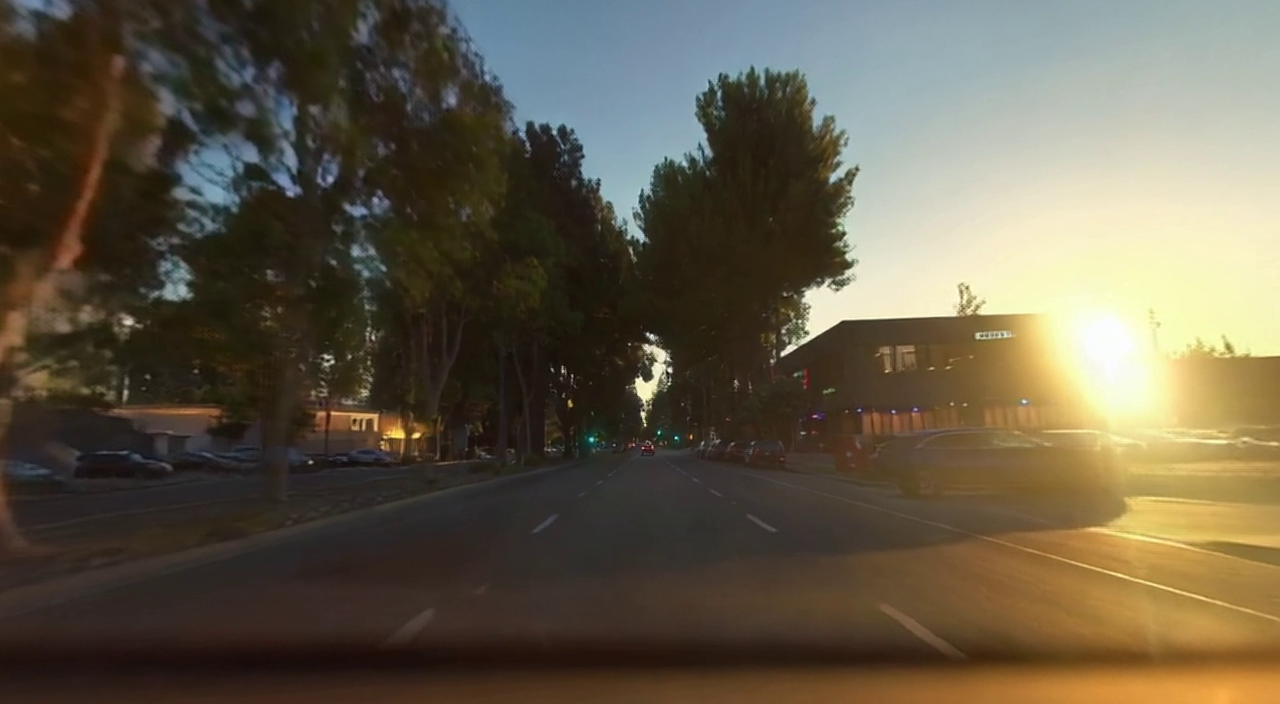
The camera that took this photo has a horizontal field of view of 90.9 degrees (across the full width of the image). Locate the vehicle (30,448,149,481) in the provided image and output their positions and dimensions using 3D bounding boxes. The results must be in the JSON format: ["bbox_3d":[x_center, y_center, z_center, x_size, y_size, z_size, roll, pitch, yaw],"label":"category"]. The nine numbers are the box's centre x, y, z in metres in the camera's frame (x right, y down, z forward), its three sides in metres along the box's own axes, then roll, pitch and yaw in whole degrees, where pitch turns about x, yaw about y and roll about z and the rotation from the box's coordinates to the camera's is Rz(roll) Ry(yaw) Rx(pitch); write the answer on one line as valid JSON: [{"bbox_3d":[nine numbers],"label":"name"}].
[{"bbox_3d":[-32.661,6.686,37.512,4.923,1.843,2.179,0,-9,0],"label":"vehicle"}]

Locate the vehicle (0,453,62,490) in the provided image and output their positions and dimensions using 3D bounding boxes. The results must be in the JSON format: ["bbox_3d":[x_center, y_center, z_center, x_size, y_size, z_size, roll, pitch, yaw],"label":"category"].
[{"bbox_3d":[-38.811,7.359,38.979,1.904,2.047,4.395,0,-8,-2],"label":"vehicle"}]

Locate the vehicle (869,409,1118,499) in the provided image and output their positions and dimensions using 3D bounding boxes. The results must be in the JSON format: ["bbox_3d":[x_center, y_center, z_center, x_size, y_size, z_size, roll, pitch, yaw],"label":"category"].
[{"bbox_3d":[9.058,2.715,16.883,5.329,2.114,2.325,-3,-9,18],"label":"vehicle"}]

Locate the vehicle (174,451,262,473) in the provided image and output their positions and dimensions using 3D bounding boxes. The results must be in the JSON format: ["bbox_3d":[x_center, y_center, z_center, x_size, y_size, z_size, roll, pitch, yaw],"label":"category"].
[{"bbox_3d":[-32.646,8.516,48.837,5.238,1.618,2.263,-1,-8,1],"label":"vehicle"}]

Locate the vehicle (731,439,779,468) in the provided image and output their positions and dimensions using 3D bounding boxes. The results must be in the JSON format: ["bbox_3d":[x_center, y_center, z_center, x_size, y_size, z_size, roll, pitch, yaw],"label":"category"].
[{"bbox_3d":[7.215,6.437,40.187,2.084,1.736,4.754,0,-8,-1],"label":"vehicle"}]

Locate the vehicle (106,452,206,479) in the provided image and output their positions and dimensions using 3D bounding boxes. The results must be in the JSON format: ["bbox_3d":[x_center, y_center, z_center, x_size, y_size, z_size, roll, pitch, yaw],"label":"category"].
[{"bbox_3d":[-33.091,7.750,43.177,4.993,1.742,2.124,0,-8,0],"label":"vehicle"}]

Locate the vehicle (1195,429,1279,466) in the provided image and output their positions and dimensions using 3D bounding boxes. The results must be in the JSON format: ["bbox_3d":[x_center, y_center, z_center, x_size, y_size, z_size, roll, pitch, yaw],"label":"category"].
[{"bbox_3d":[29.660,4.528,30.019,4.342,1.713,2.036,-1,-8,2],"label":"vehicle"}]
